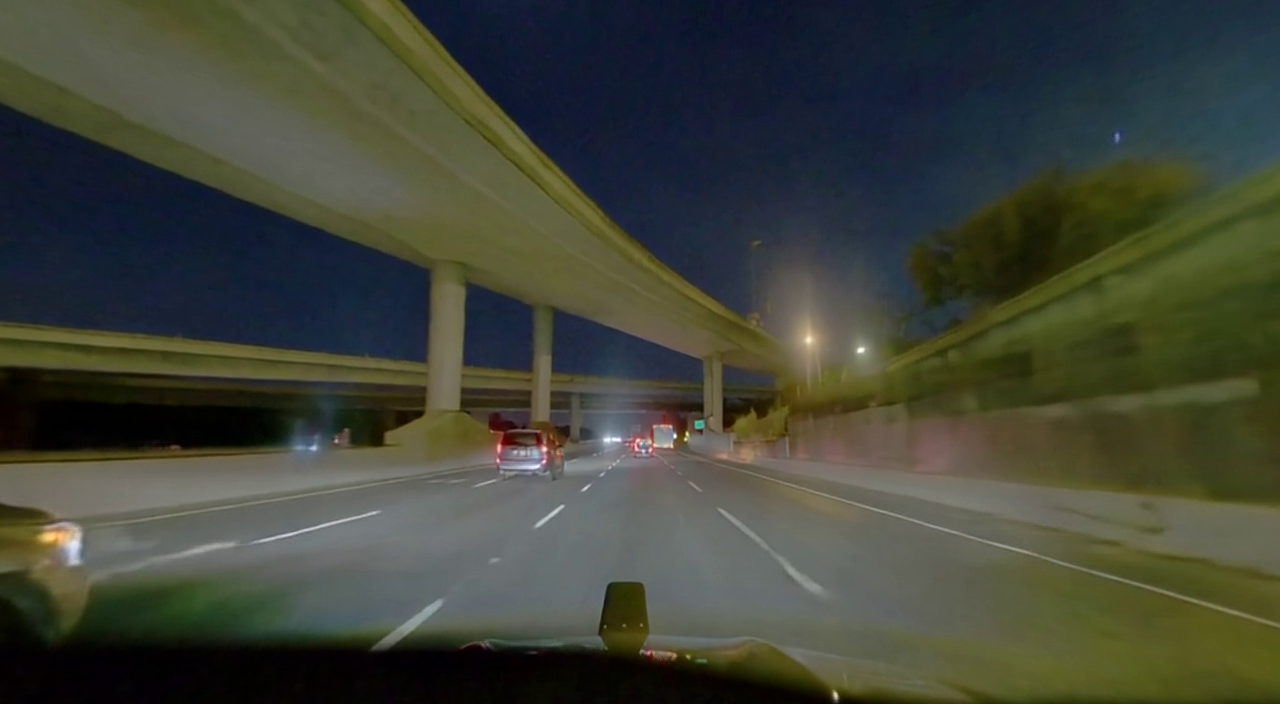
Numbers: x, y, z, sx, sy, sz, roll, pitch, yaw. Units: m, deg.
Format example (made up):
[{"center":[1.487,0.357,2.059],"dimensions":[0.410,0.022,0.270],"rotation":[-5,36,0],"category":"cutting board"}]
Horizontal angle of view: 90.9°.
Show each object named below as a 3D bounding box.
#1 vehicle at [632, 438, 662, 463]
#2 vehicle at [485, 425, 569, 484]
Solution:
[{"center":[0.469,7.106,45.398],"dimensions":[2.052,1.711,4.223],"rotation":[0,-8,0],"category":"vehicle"},{"center":[-4.047,3.784,23.494],"dimensions":[2.147,1.918,4.834],"rotation":[0,-8,1],"category":"vehicle"}]
